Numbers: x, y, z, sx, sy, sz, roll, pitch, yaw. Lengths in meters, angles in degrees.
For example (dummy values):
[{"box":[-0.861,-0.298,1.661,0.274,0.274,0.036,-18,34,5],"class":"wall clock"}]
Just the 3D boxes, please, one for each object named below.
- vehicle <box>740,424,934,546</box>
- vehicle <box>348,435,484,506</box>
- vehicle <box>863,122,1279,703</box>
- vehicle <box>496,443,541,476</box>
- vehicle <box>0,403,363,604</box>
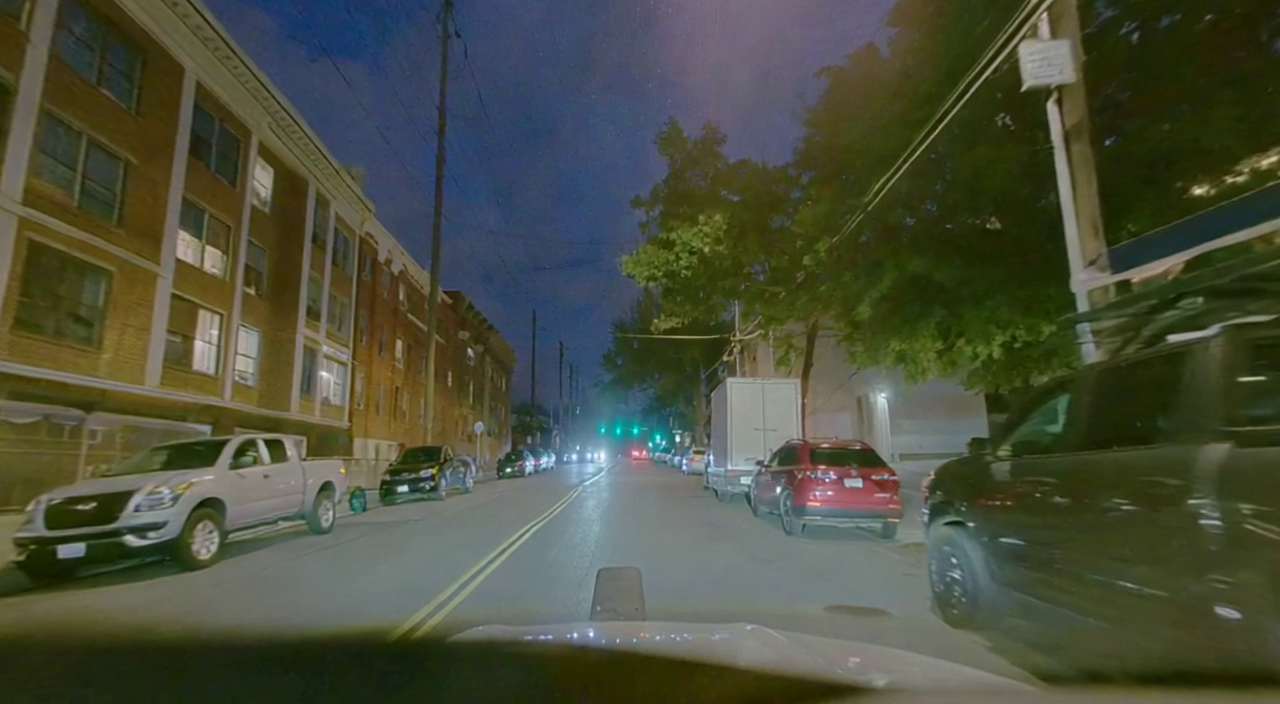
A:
[{"box":[3.066,2.148,10.842,1.896,1.675,4.000,0,-9,-2],"class":"vehicle"},{"box":[-6.810,3.657,20.074,2.259,1.899,5.643,0,-8,0],"class":"vehicle"},{"box":[3.467,0.534,3.075,2.458,2.439,5.621,0,-9,-3],"class":"vehicle"},{"box":[-7.037,6.279,37.161,1.930,1.756,4.955,0,-8,-3],"class":"vehicle"},{"box":[-6.726,2.067,9.849,2.235,2.119,6.061,0,-8,-2],"class":"vehicle"}]
